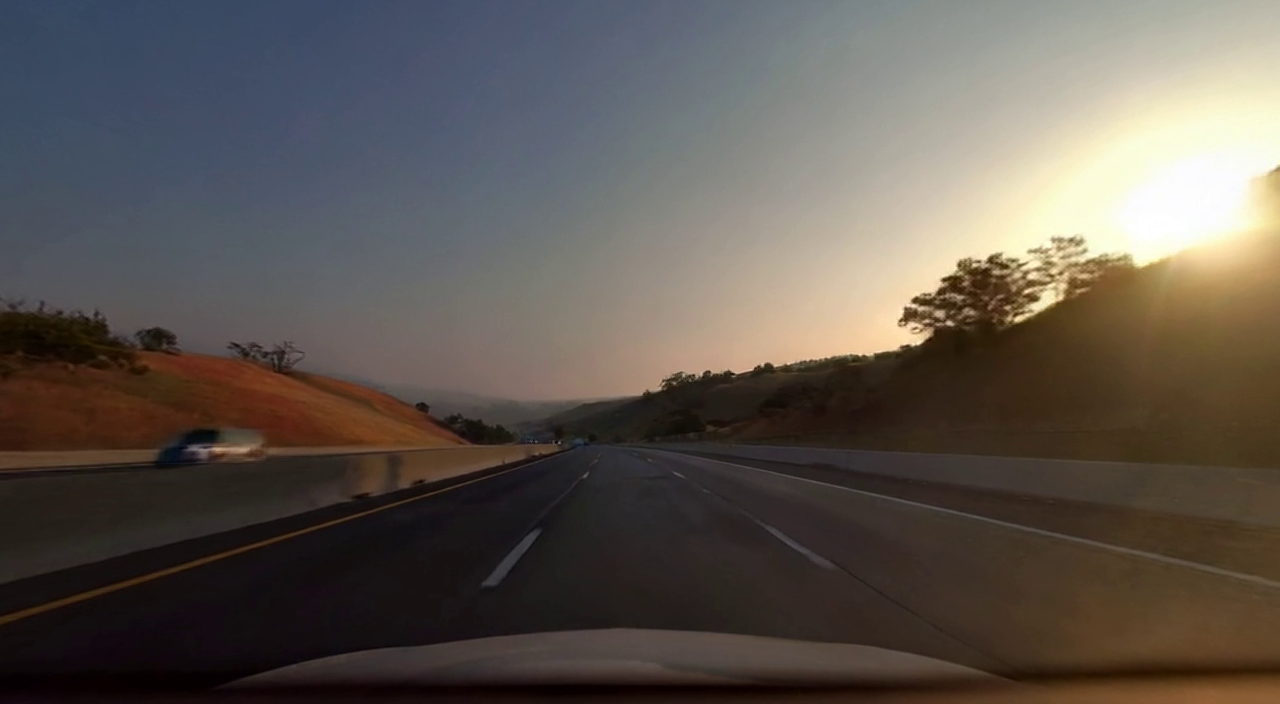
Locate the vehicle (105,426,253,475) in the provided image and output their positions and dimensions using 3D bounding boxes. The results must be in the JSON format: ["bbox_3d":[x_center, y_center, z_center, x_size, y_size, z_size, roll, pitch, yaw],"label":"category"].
[{"bbox_3d":[-15.833,3.415,21.990,1.851,1.505,4.541,0,-8,-2],"label":"vehicle"}]
